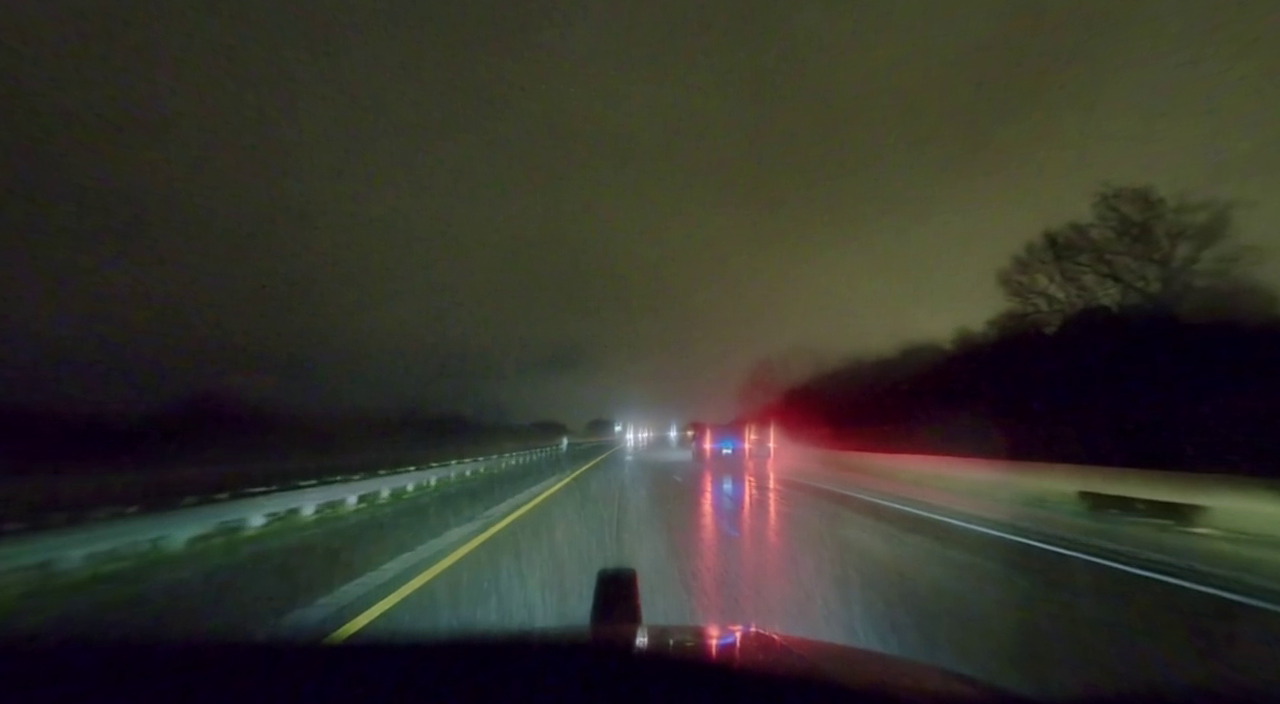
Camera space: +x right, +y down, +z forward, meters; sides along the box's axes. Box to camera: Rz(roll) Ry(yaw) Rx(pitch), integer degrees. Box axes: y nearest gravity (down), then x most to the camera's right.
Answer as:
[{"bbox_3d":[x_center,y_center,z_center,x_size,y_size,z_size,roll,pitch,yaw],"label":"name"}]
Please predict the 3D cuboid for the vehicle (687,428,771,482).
[{"bbox_3d":[2.805,3.365,20.892,2.084,1.583,4.420,0,-8,-1],"label":"vehicle"}]
